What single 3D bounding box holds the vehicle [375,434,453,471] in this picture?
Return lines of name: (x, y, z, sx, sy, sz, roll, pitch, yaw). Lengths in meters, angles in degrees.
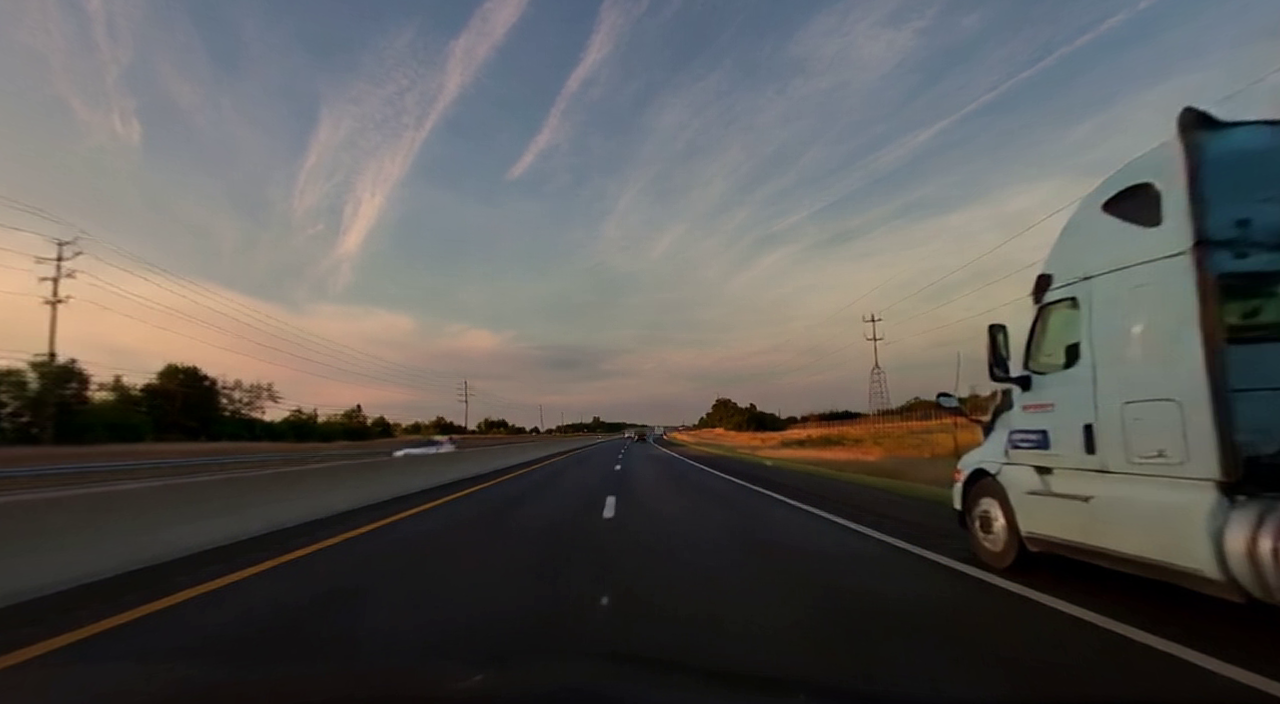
vehicle: (-9.922, 4.422, 28.007, 1.879, 1.461, 4.558, 0, -8, -1)
